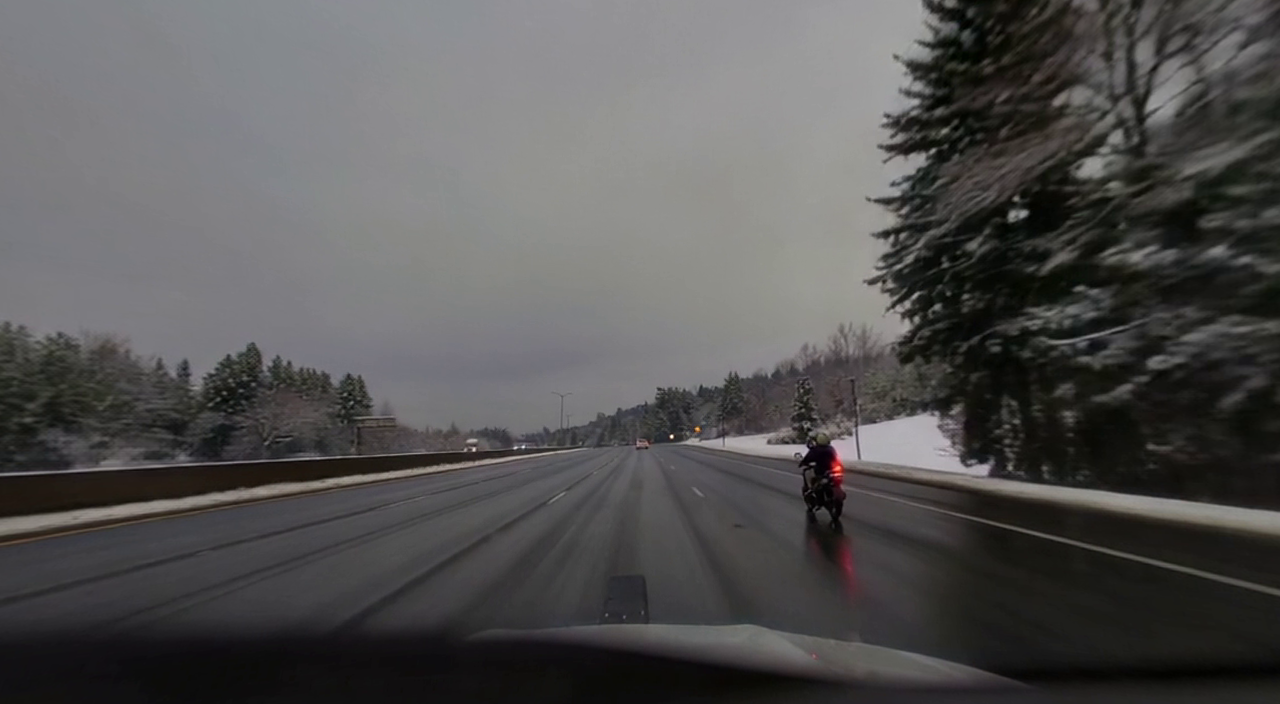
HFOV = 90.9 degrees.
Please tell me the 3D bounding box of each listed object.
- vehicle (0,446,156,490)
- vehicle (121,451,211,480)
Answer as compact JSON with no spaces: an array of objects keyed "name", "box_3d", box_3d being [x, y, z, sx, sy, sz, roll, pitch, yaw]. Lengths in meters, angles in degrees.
[{"name":"vehicle","box_3d":[-24.807,5.064,28.052,2.228,1.729,5.294,-1,-8,1]},{"name":"vehicle","box_3d":[-27.859,6.657,37.274,1.800,1.501,4.456,-1,-8,1]}]
